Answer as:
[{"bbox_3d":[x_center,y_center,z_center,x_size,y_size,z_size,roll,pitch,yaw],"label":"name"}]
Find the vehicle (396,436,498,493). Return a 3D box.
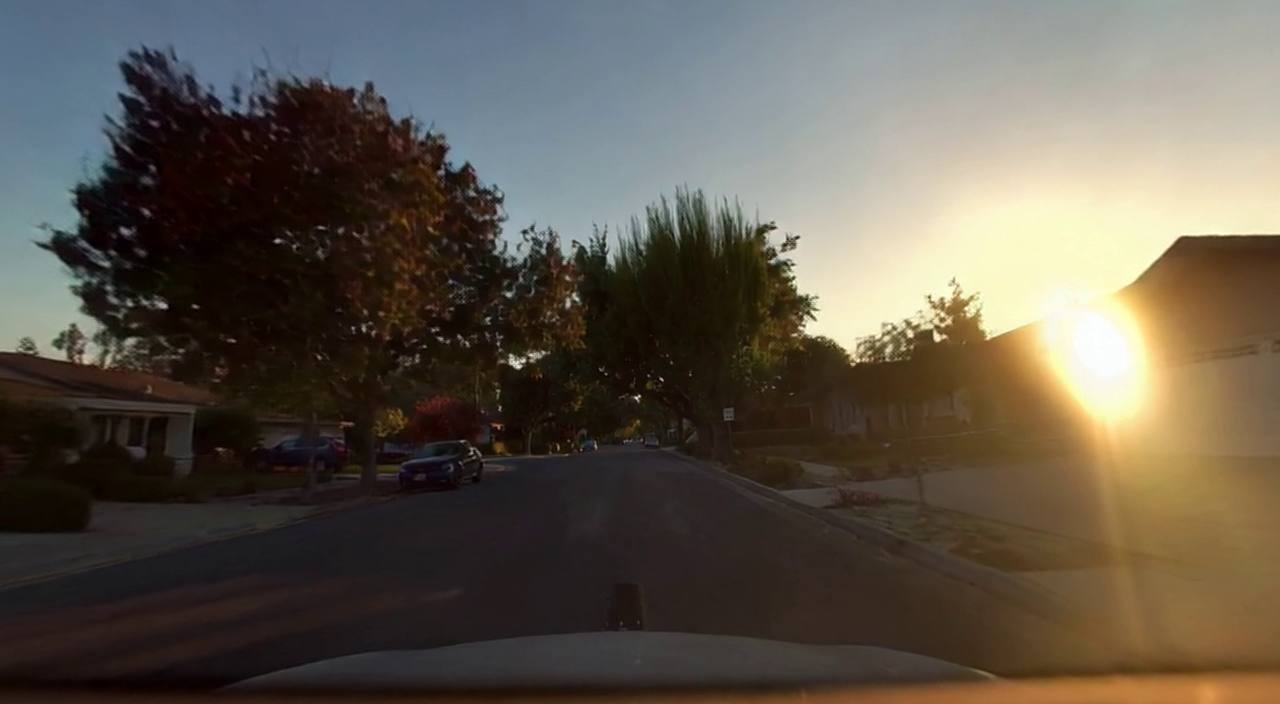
[{"bbox_3d":[-6.581,3.877,22.245,2.078,1.745,5.119,0,-8,-1],"label":"vehicle"}]
